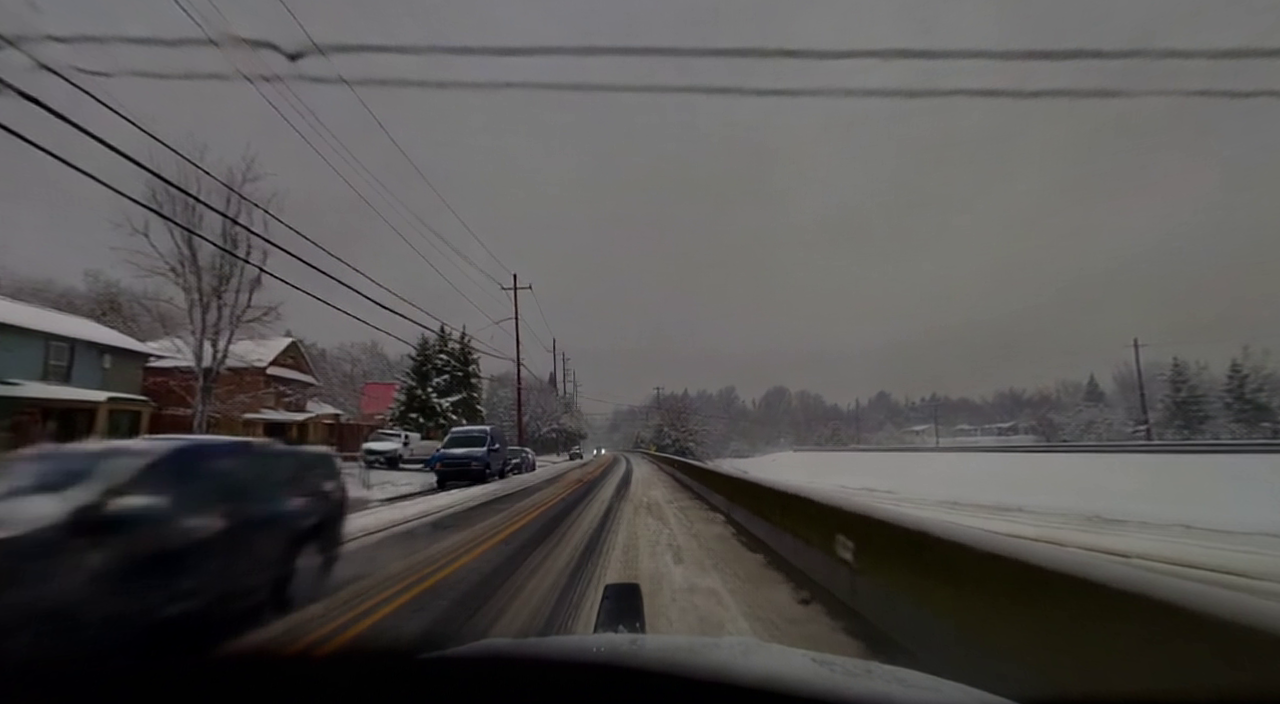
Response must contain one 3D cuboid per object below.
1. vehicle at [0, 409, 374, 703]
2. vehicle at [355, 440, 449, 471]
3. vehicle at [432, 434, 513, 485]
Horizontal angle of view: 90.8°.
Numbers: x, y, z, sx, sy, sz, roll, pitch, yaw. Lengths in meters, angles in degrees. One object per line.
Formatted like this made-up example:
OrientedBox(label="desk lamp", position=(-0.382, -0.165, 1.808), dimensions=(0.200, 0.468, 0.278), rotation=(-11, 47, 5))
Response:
OrientedBox(label="vehicle", position=(-3.808, 1.322, 4.883), dimensions=(1.796, 1.516, 3.871), rotation=(0, -9, 0))
OrientedBox(label="vehicle", position=(-12.789, 5.590, 34.157), dimensions=(4.334, 1.590, 2.006), rotation=(2, -9, -8))
OrientedBox(label="vehicle", position=(-7.642, 4.963, 29.509), dimensions=(2.335, 2.136, 5.328), rotation=(0, -9, -1))
